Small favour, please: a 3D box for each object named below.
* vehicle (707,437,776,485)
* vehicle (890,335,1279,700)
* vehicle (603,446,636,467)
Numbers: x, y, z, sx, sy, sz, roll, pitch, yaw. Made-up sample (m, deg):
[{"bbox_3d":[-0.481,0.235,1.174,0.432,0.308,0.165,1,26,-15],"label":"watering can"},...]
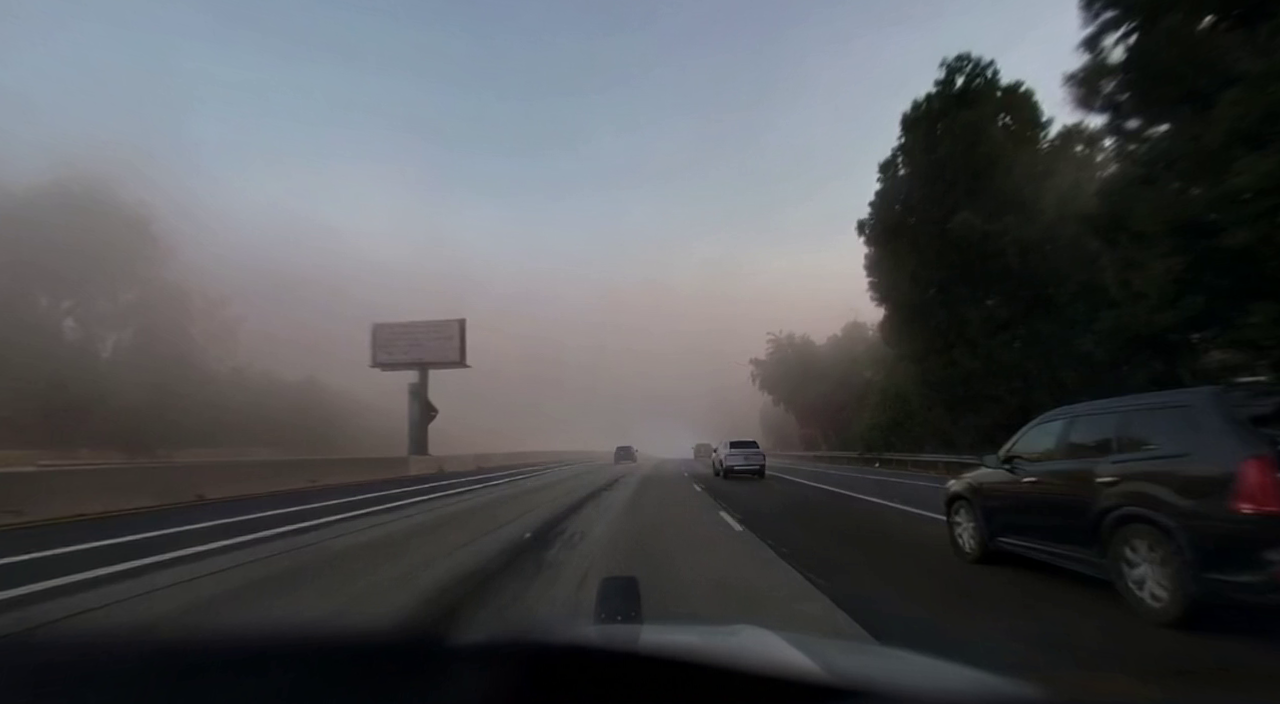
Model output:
[{"bbox_3d":[3.952,4.343,25.473,2.075,1.743,4.410,0,-9,0],"label":"vehicle"},{"bbox_3d":[4.131,1.162,5.459,2.165,1.881,4.274,0,-9,0],"label":"vehicle"},{"bbox_3d":[-1.470,7.703,46.709,1.972,1.444,4.191,-1,-9,4],"label":"vehicle"}]
